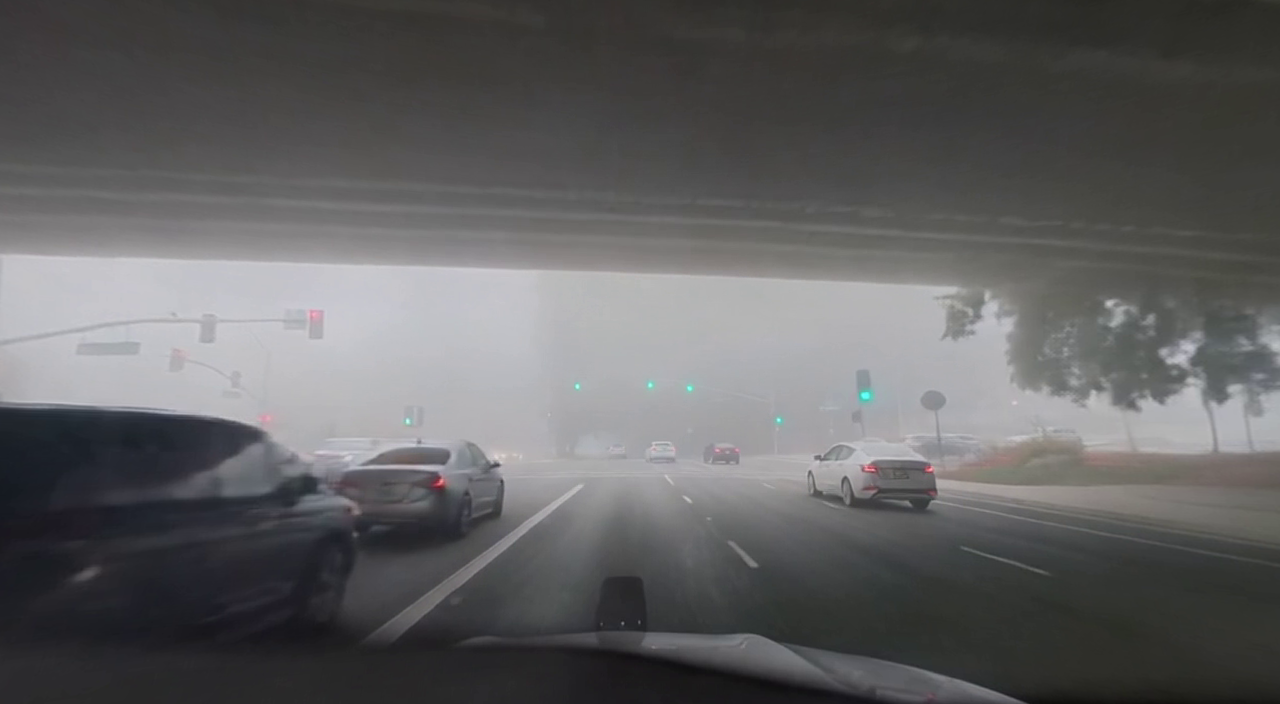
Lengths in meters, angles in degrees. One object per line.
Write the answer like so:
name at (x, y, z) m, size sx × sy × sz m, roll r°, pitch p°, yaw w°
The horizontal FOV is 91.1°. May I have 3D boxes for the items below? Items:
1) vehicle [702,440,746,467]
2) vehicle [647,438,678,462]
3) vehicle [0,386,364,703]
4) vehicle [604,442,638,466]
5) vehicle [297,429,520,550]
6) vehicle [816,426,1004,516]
vehicle at (5.148, 6.288, 39.018) m, size 1.924 × 1.527 × 4.268 m, roll 0°, pitch -8°, yaw -2°
vehicle at (1.662, 7.523, 48.396) m, size 2.034 × 1.762 × 4.420 m, roll 0°, pitch -9°, yaw -3°
vehicle at (-3.036, 0.915, 2.352) m, size 1.980 × 1.491 × 4.351 m, roll 0°, pitch -8°, yaw 0°
vehicle at (-1.196, 6.384, 39.390) m, size 2.026 × 1.453 × 3.780 m, roll 0°, pitch -8°, yaw -2°
vehicle at (-3.398, 2.104, 10.382) m, size 1.836 × 1.518 × 4.727 m, roll 0°, pitch -8°, yaw 1°
vehicle at (5.618, 2.523, 13.844) m, size 2.056 × 1.624 × 4.498 m, roll 0°, pitch -8°, yaw -1°
